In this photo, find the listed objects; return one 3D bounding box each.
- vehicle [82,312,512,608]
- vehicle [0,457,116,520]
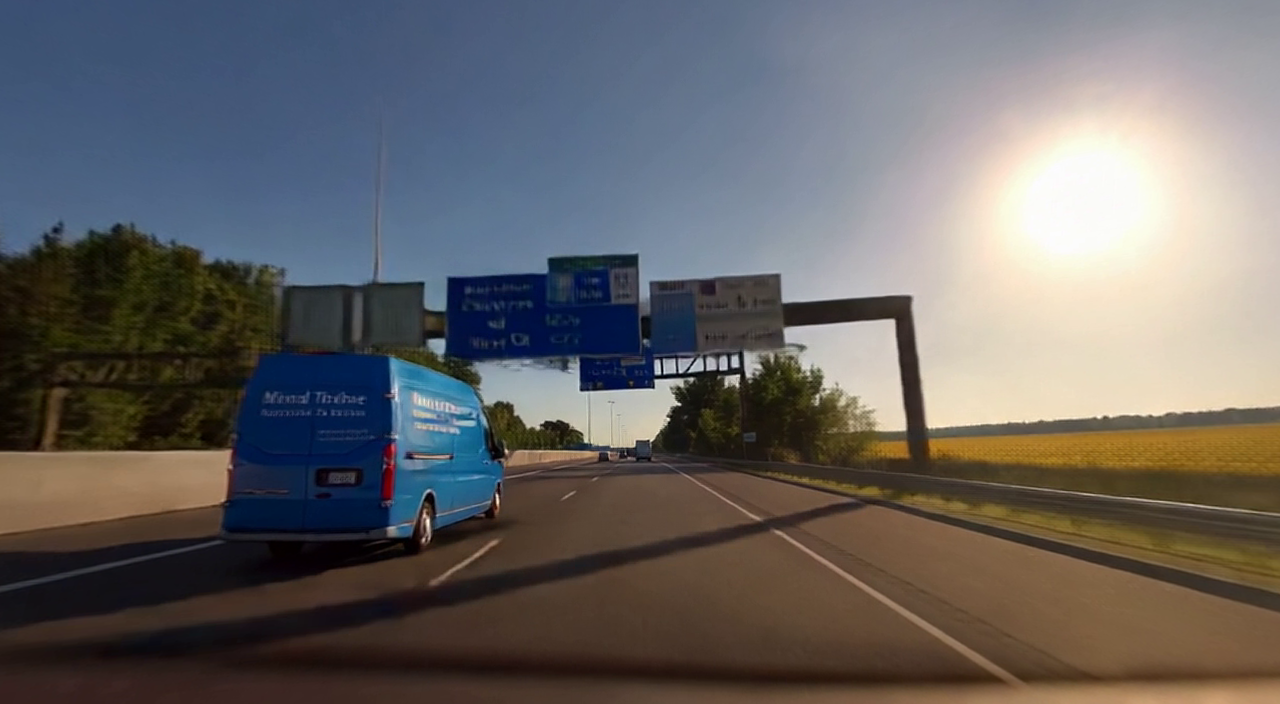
[{"bbox_3d":[-3.736,1.452,9.170,2.320,2.636,7.021,0,-9,0],"label":"vehicle"},{"bbox_3d":[-16.468,3.506,16.393,1.840,1.455,4.357,0,-9,1],"label":"vehicle"}]
